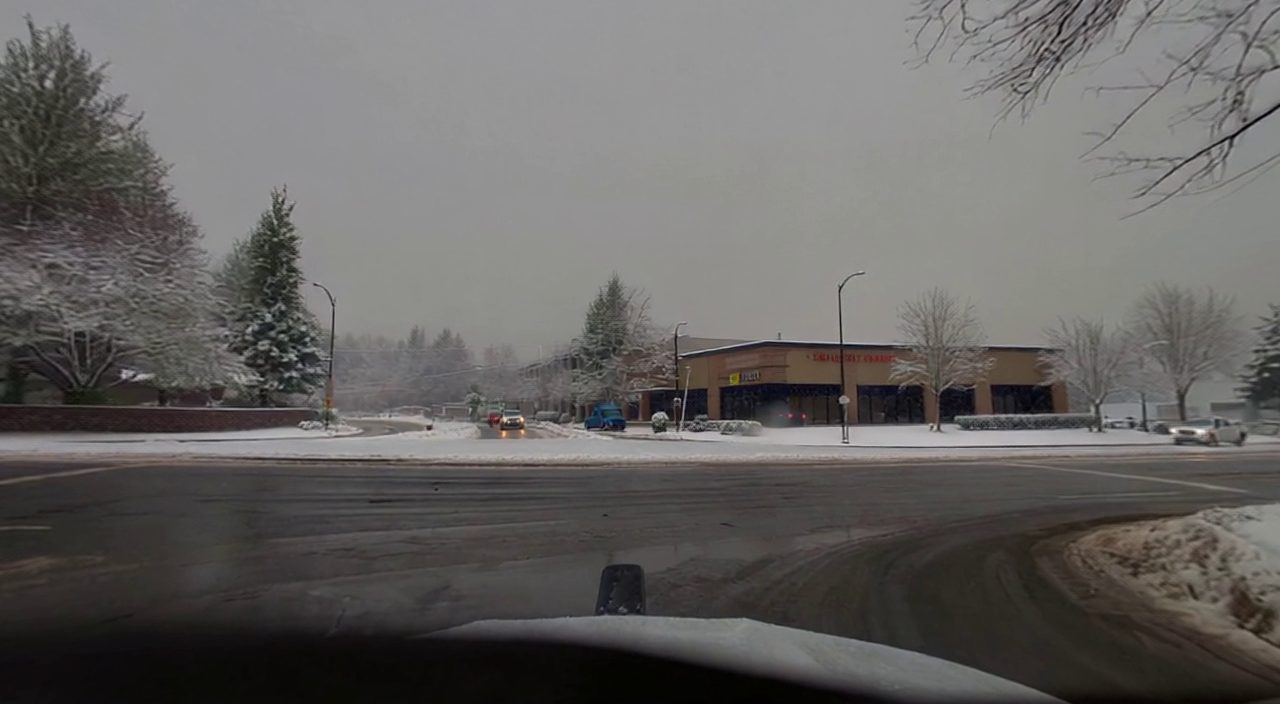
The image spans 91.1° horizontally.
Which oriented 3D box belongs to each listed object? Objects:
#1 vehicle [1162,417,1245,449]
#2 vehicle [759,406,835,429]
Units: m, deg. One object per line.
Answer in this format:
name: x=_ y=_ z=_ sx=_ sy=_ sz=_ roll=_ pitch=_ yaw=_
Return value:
vehicle: x=34.936 y=5.076 z=38.874 sx=5.333 sy=1.837 sz=2.124 roll=5 pitch=-10 yaw=-30
vehicle: x=10.754 y=4.547 z=43.099 sx=4.674 sy=1.483 sz=1.745 roll=1 pitch=-9 yaw=-9
